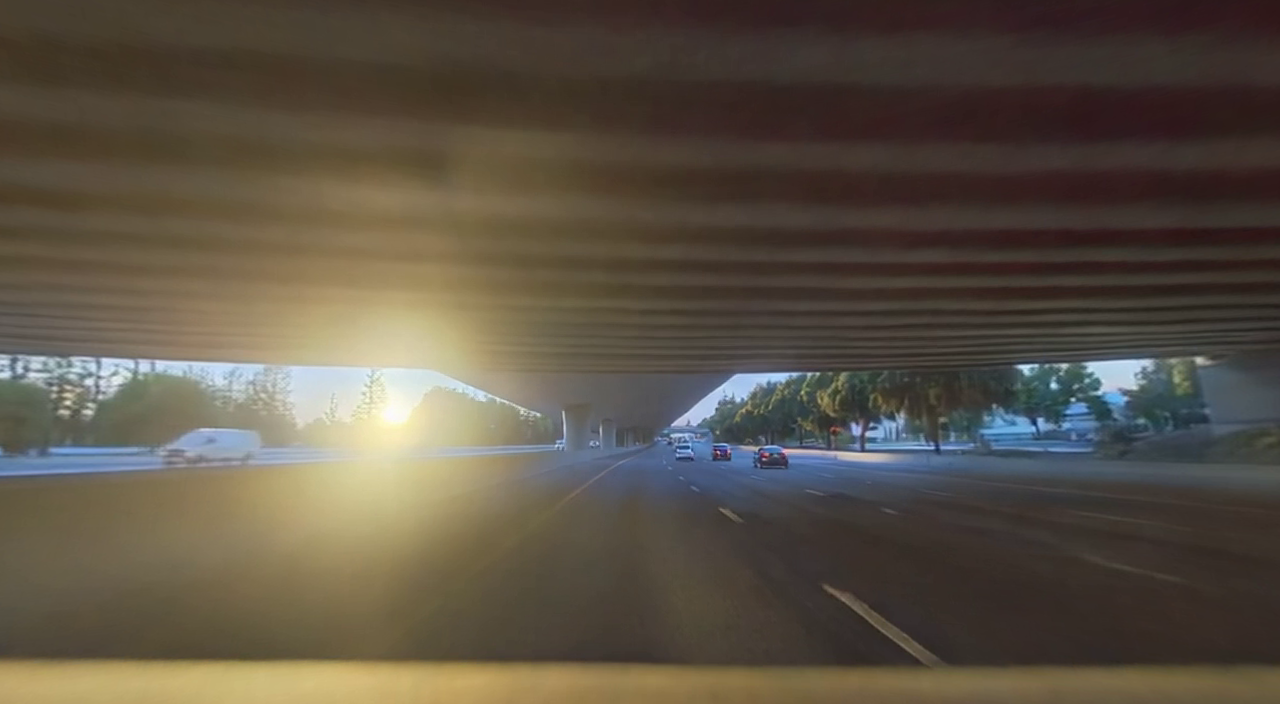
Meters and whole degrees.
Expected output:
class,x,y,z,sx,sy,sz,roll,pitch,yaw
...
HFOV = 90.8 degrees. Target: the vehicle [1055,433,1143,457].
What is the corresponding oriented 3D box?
class,x,y,z,sx,sy,sz,roll,pitch,yaw
vehicle,29.607,6.042,40.969,1.967,1.491,4.970,0,-9,0
